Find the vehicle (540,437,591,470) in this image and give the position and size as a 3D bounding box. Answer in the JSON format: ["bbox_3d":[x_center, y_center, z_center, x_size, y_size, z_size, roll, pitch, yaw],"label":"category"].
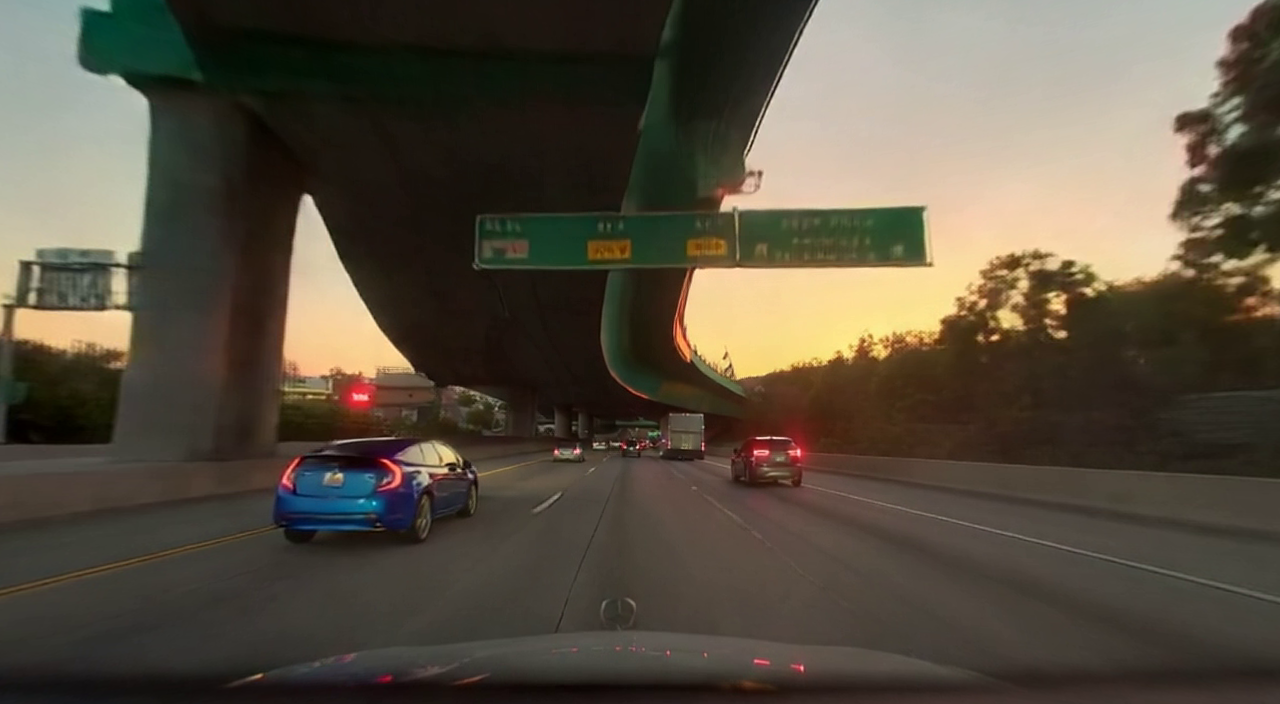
[{"bbox_3d":[-3.584,4.954,31.030,2.064,1.479,4.370,0,-8,-1],"label":"vehicle"}]

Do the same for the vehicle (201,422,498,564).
[{"bbox_3d":[-3.612,1.832,9.017,2.122,1.486,4.532,0,-8,0],"label":"vehicle"}]

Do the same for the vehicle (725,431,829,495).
[{"bbox_3d":[3.812,3.165,18.322,2.001,1.625,4.088,0,-8,-1],"label":"vehicle"}]

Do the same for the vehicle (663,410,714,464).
[{"bbox_3d":[3.458,6.537,48.081,2.824,3.585,11.410,0,-8,-1],"label":"vehicle"}]
